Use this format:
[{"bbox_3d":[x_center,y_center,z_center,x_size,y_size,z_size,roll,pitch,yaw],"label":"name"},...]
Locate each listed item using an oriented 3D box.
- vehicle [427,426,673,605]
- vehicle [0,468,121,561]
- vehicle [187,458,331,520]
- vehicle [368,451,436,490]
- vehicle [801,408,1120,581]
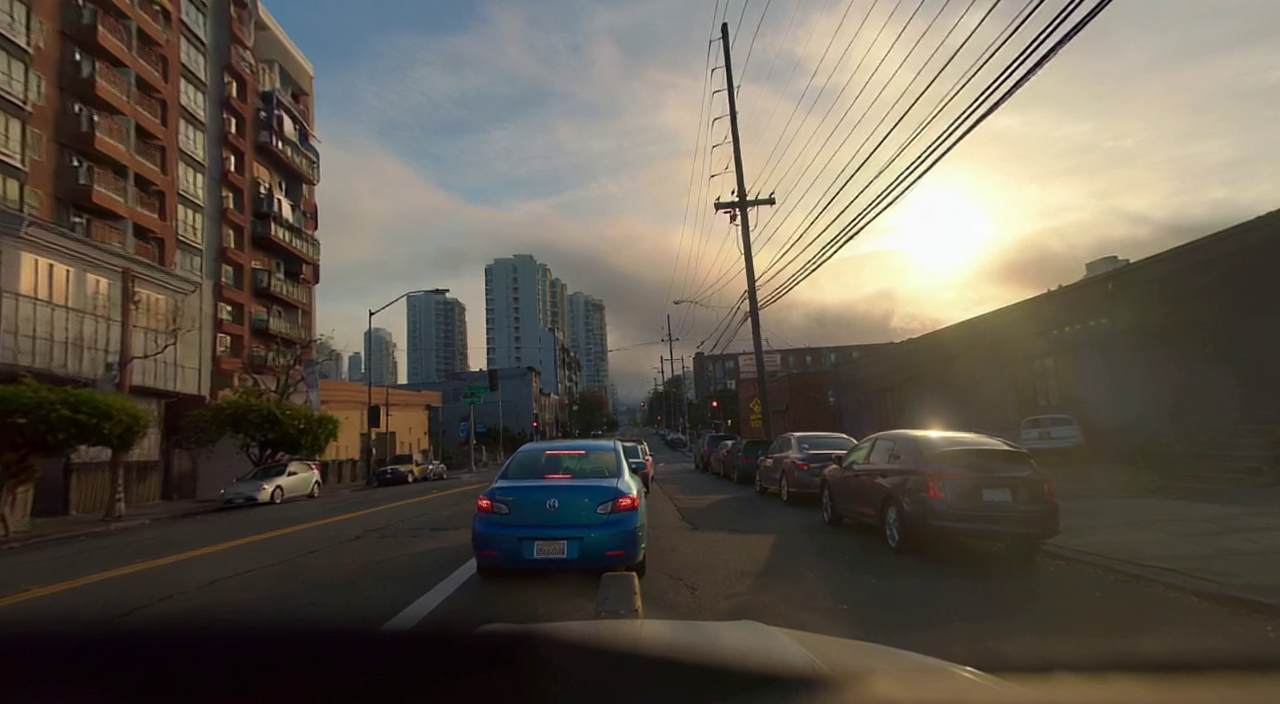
[{"bbox_3d":[-0.722,1.693,7.561,2.019,1.453,4.603,0,-8,1],"label":"vehicle"},{"bbox_3d":[-11.926,2.903,11.009,1.850,1.487,4.711,-3,-8,-1],"label":"vehicle"},{"bbox_3d":[-11.844,4.238,20.045,1.868,1.491,4.367,-4,-9,0],"label":"vehicle"},{"bbox_3d":[-11.920,5.918,31.928,2.011,1.687,4.079,-3,-8,-2],"label":"vehicle"},{"bbox_3d":[3.797,1.756,8.616,1.967,1.721,4.410,0,-8,-1],"label":"vehicle"}]
